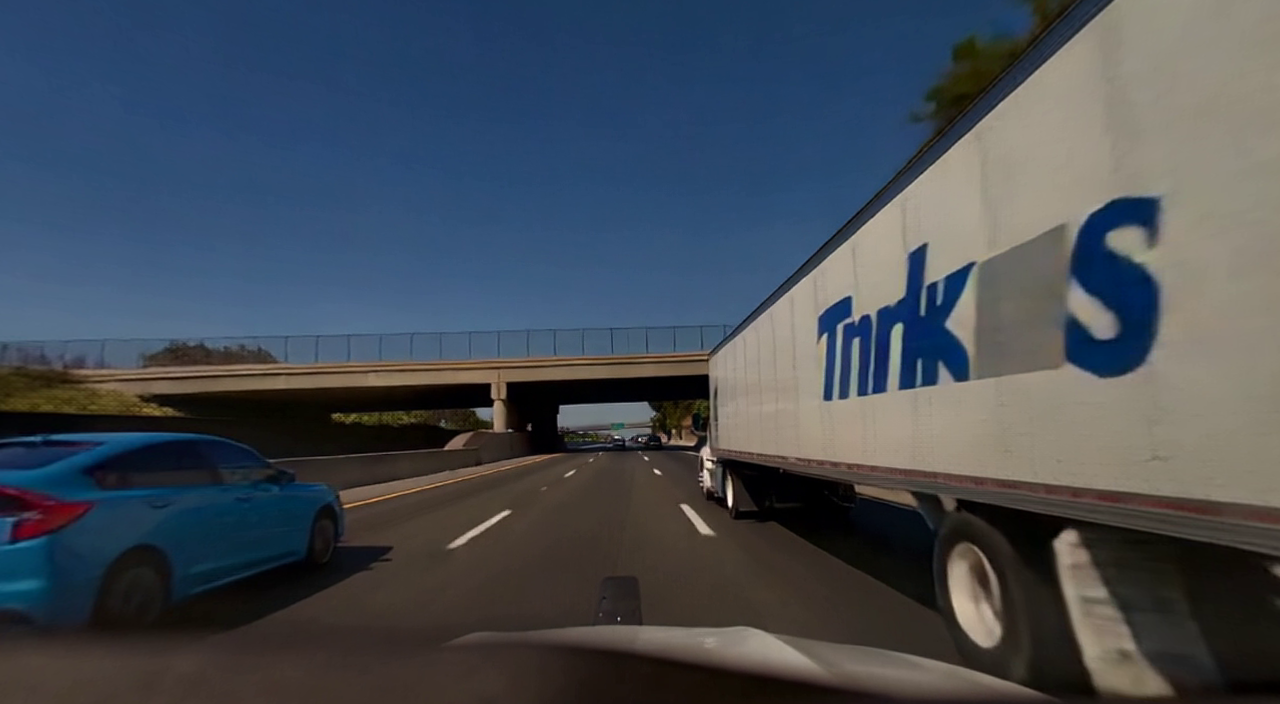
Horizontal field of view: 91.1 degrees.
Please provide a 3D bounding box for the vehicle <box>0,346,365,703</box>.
[{"bbox_3d":[-3.653,0.988,3.794,2.063,1.661,4.439,0,-8,-2],"label":"vehicle"}]

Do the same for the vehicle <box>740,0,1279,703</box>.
[{"bbox_3d":[3.839,0.309,8.439,2.850,3.894,13.987,0,-7,1],"label":"vehicle"}]
